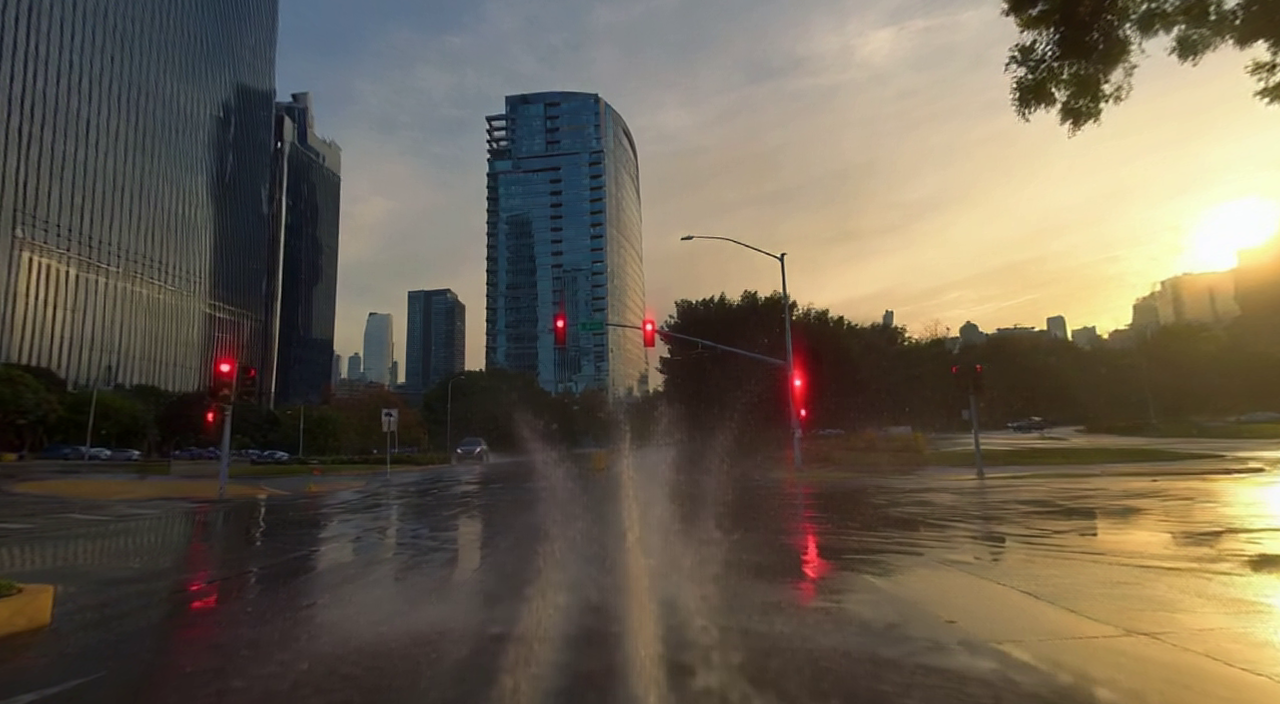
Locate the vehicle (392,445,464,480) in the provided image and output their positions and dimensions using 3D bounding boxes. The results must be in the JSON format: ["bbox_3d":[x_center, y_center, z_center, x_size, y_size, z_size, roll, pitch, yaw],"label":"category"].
[{"bbox_3d":[-11.632,6.070,34.954,2.069,1.771,4.947,0,-9,3],"label":"vehicle"}]
